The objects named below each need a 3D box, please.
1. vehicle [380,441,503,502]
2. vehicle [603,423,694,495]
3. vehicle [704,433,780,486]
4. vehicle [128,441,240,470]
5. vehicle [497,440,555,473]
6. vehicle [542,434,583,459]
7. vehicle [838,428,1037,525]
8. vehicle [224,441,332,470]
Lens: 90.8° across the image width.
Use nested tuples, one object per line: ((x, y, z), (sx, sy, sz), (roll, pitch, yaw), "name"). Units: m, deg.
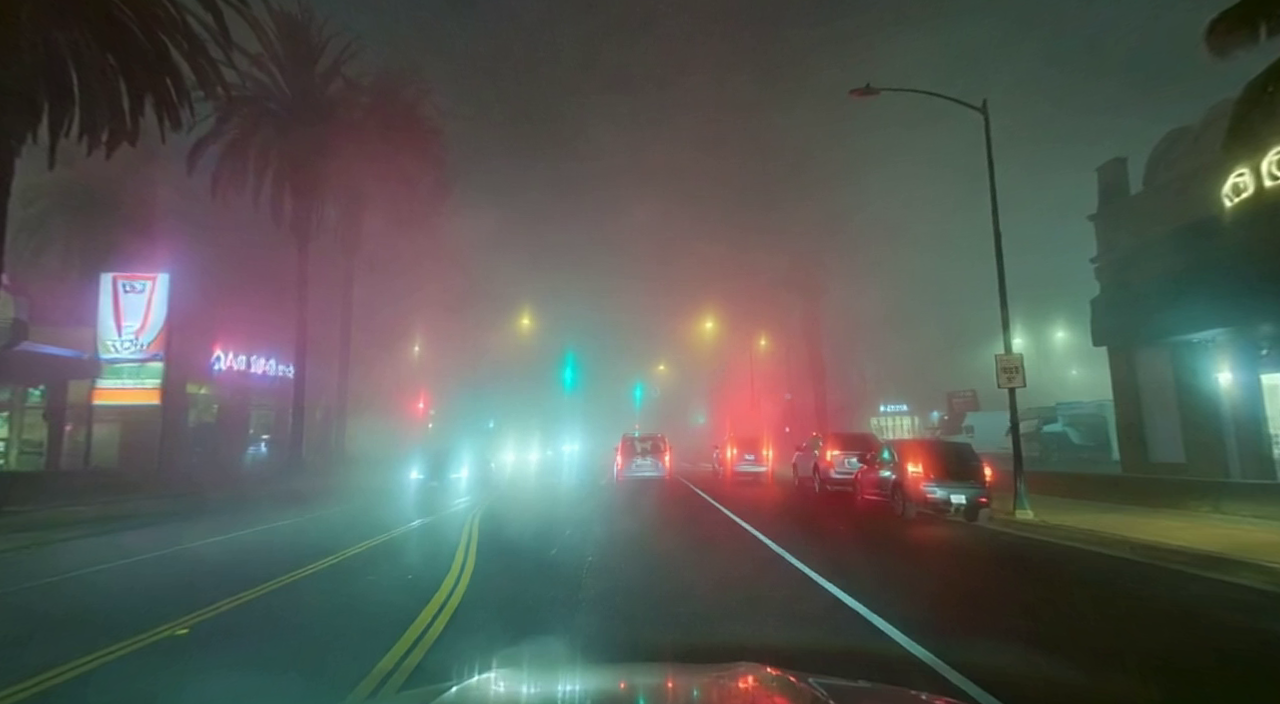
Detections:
((-5.192, 3.173, 17.284), (1.946, 1.412, 4.657), (0, -8, -1), "vehicle")
((0.172, 3.018, 18.166), (2.264, 1.798, 4.531), (0, -8, -1), "vehicle")
((3.602, 3.907, 23.243), (2.070, 1.711, 4.480), (0, -8, 0), "vehicle")
((-25.735, 5.817, 35.883), (1.873, 1.507, 4.809), (-3, -8, 23), "vehicle")
((-5.525, 5.132, 31.291), (2.092, 1.504, 4.374), (0, -8, -1), "vehicle")
((-5.633, 6.966, 46.569), (2.341, 1.762, 4.865), (0, -8, 0), "vehicle")
((6.137, 2.611, 13.830), (2.008, 1.729, 4.647), (0, -8, -1), "vehicle")
((-19.669, 5.635, 34.513), (1.759, 1.457, 4.727), (-7, -11, 37), "vehicle")
